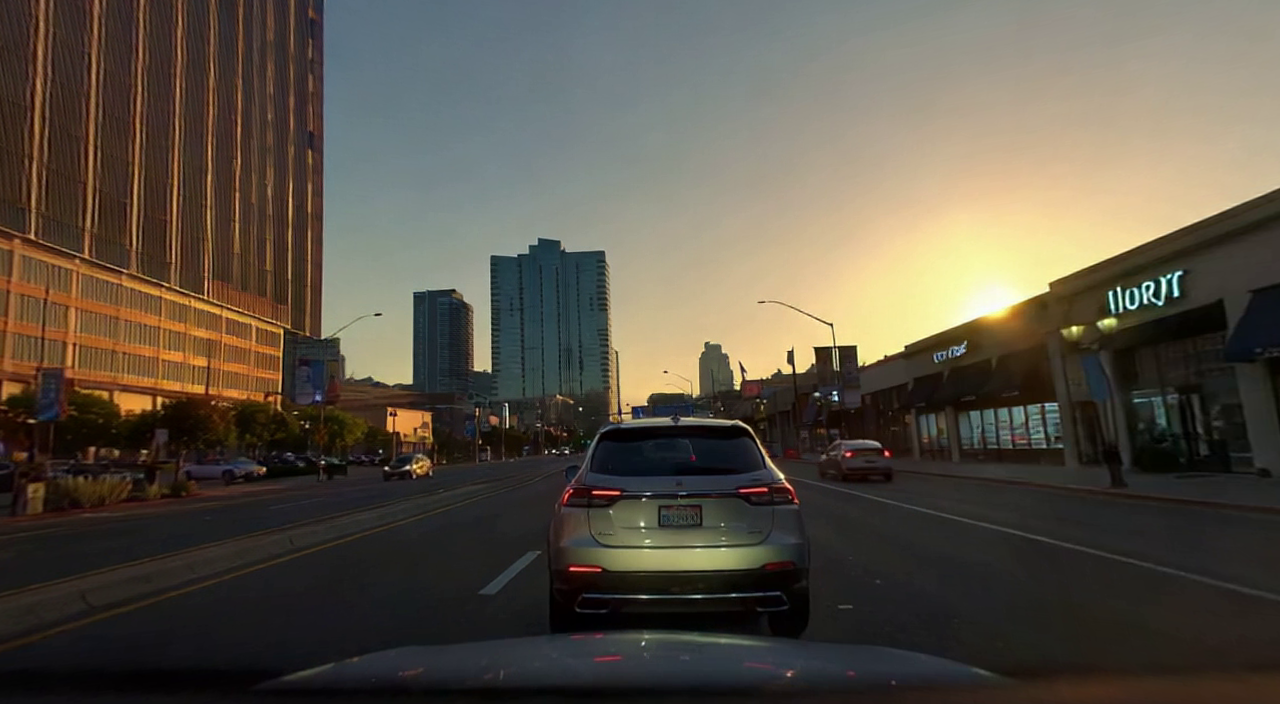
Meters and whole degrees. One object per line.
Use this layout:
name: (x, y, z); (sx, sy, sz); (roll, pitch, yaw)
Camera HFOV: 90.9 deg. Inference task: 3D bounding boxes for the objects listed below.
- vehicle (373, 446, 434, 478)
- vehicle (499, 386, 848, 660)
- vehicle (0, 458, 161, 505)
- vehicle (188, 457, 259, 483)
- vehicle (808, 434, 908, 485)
vehicle: (-13.361, 6.228, 35.915); (1.965, 1.695, 4.284); (0, -8, -2)
vehicle: (0.206, 1.332, 5.878); (2.125, 1.669, 3.880); (0, -8, 0)
vehicle: (-22.516, 5.155, 25.439); (4.608, 1.659, 1.981); (4, -9, -24)
vehicle: (-27.879, 7.876, 42.380); (1.861, 1.578, 4.152); (0, -8, 1)
vehicle: (7.146, 3.557, 21.192); (1.900, 1.507, 4.151); (0, -8, 1)
